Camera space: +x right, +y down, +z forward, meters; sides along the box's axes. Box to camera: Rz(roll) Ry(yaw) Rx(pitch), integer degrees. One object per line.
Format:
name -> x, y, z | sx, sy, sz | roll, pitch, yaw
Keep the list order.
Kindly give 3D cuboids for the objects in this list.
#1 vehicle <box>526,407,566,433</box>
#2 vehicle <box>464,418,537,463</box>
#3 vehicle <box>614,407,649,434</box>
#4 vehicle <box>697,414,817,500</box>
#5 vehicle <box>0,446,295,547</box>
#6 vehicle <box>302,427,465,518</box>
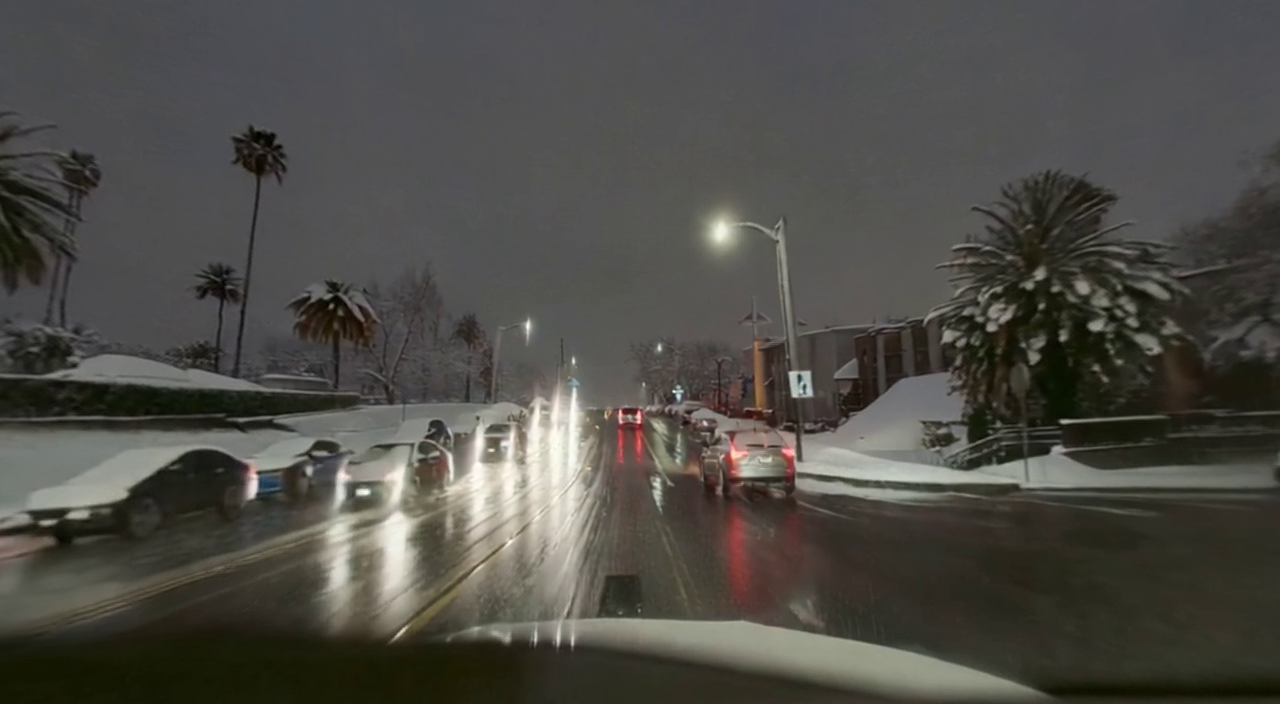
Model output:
vehicle -> -6.714, 4.934, 45.542 | 2.171, 1.676, 4.523 | -1, -8, 0
vehicle -> -6.177, 3.998, 28.667 | 2.295, 1.837, 4.680 | -1, -8, 0
vehicle -> -0.591, 4.606, 41.913 | 2.196, 1.655, 3.939 | 0, -8, -2
vehicle -> 2.782, 2.629, 16.170 | 1.995, 1.858, 4.333 | 0, -8, -3
vehicle -> -9.031, 2.438, 11.691 | 2.118, 1.333, 5.950 | 0, -8, -2
vehicle -> -6.025, 2.850, 15.639 | 2.138, 1.858, 4.788 | 0, -8, -1
